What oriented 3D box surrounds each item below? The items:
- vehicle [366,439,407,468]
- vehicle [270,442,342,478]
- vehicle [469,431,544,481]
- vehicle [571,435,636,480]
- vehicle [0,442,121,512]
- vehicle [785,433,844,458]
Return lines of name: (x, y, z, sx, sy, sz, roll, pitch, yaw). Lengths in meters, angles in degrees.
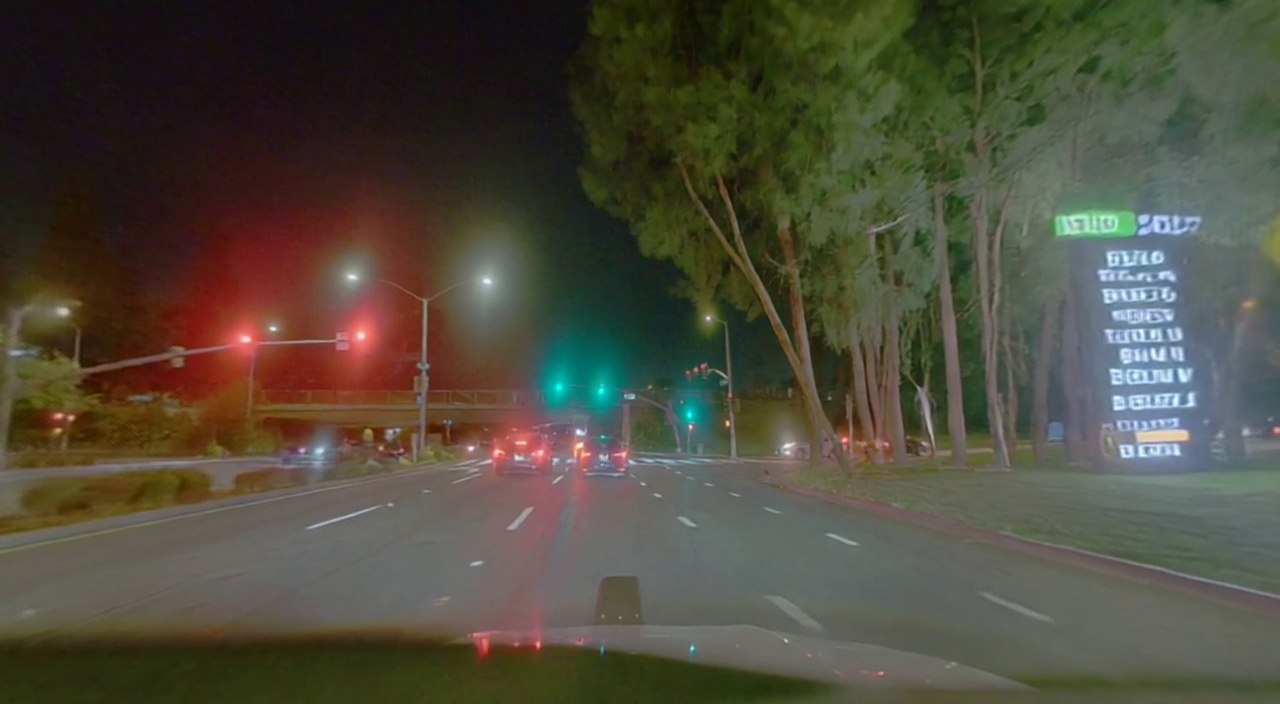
vehicle: (-19.784, 8.021, 49.488, 1.863, 1.722, 4.328, -9, -11, -10)
vehicle: (-18.110, 5.838, 34.450, 1.985, 1.537, 4.013, -4, -5, -5)
vehicle: (-4.747, 3.766, 23.141, 2.057, 1.610, 4.891, 0, -8, -5)
vehicle: (-1.373, 3.874, 23.544, 2.176, 1.489, 4.518, 0, -8, -4)
vehicle: (-15.575, 3.021, 15.627, 1.968, 1.557, 4.650, 1, -8, -7)
vehicle: (12.152, 6.478, 43.950, 4.166, 1.622, 1.908, 7, -11, -41)
